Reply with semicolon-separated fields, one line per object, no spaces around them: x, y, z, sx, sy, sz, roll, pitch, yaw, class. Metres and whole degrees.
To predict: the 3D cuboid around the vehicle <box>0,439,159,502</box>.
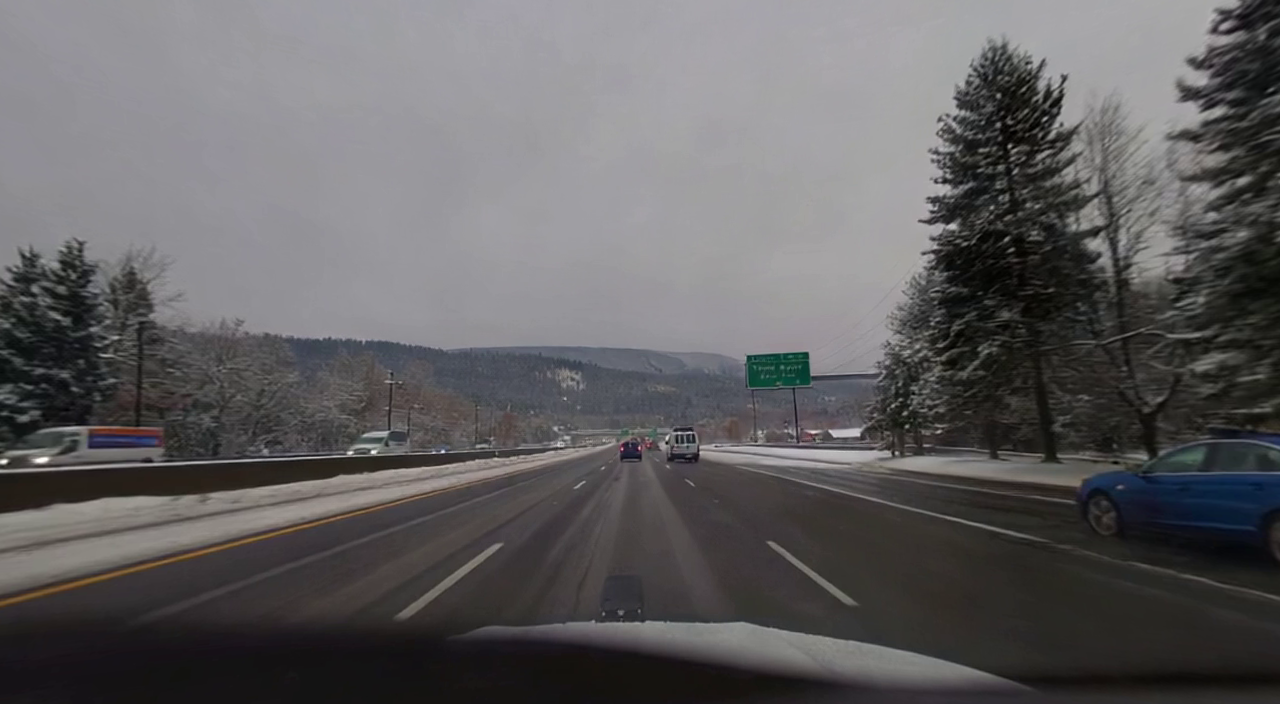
-25.344;5.015;27.428;3.257;2.357;7.209;0;-9;-1;vehicle

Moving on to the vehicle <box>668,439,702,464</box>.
3.347;7.533;47.860;2.036;1.796;4.470;0;-9;-2;vehicle

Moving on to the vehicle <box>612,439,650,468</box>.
-0.578;6.523;40.731;2.325;1.712;4.592;0;-9;0;vehicle

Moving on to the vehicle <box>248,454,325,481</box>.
-21.459;7.011;38.588;2.063;1.474;4.684;0;-9;-1;vehicle

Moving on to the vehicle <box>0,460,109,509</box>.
-21.020;4.438;21.437;2.019;1.468;4.558;0;-9;0;vehicle

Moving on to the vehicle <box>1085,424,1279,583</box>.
7.081;1.440;6.050;2.111;1.482;4.734;0;-9;-1;vehicle

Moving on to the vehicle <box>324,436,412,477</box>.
-13.790;5.336;32.495;2.181;1.941;5.247;0;-9;0;vehicle
